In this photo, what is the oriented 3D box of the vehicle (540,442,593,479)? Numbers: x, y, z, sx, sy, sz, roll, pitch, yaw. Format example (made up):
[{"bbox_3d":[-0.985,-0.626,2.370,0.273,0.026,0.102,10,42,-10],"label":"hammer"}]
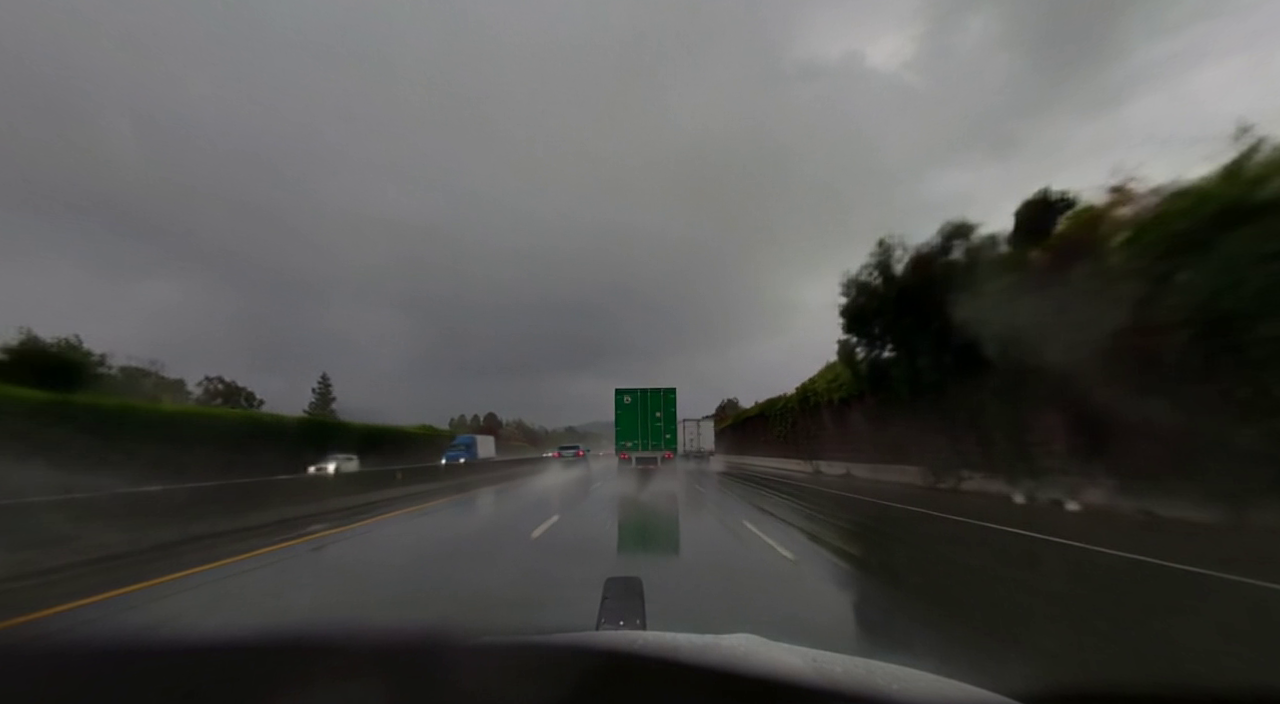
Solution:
[{"bbox_3d":[-3.571,5.389,31.523,2.173,1.657,4.401,0,-9,-1],"label":"vehicle"}]

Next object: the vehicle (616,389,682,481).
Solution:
[{"bbox_3d":[0.317,4.546,33.741,2.932,4.042,11.054,0,-9,-1],"label":"vehicle"}]
